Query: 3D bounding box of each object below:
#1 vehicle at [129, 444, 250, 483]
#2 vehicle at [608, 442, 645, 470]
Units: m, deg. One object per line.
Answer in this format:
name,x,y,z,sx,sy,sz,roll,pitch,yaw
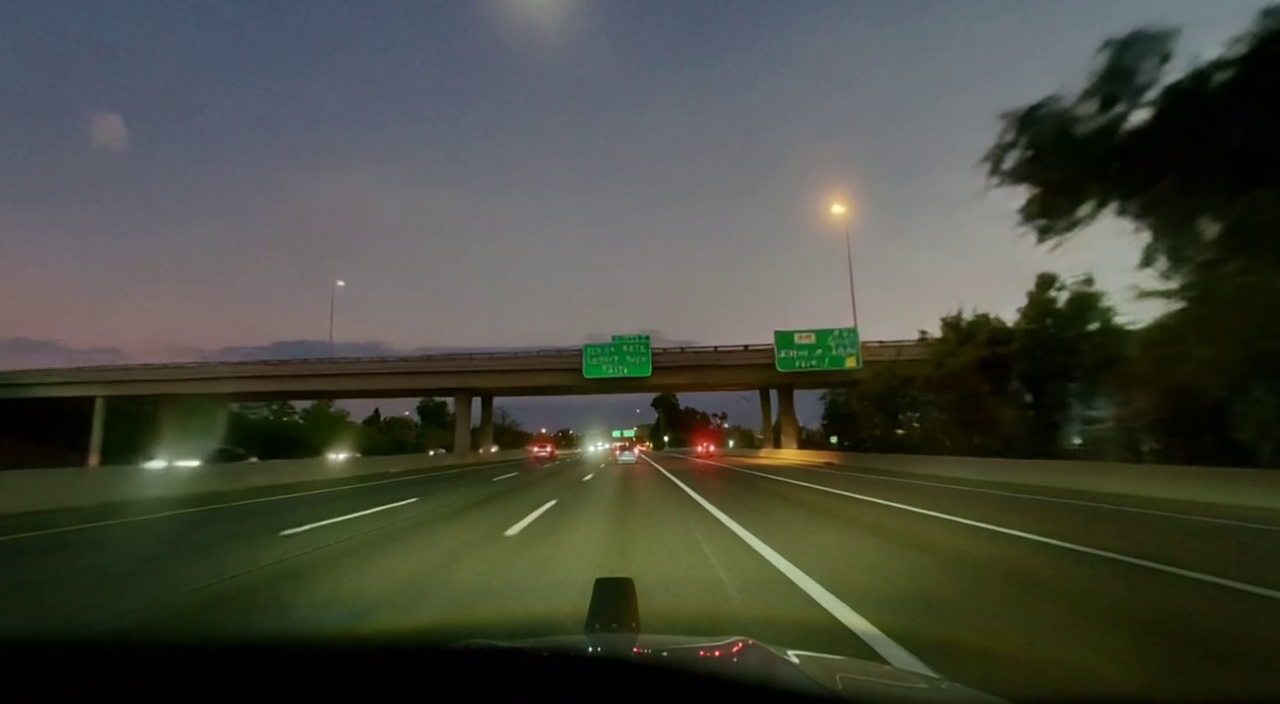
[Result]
vehicle,-20.151,4.973,28.591,1.975,1.609,4.840,0,-8,-1
vehicle,-0.777,5.855,35.870,2.012,1.471,4.059,0,-8,-2
